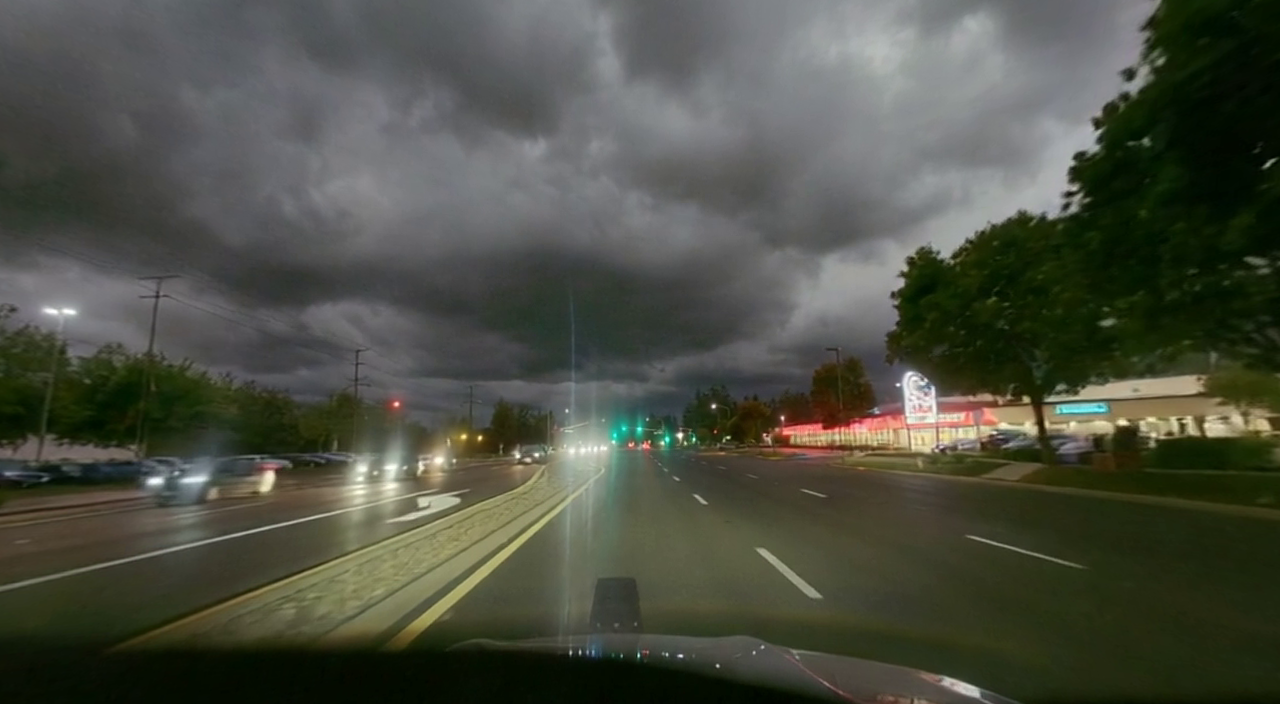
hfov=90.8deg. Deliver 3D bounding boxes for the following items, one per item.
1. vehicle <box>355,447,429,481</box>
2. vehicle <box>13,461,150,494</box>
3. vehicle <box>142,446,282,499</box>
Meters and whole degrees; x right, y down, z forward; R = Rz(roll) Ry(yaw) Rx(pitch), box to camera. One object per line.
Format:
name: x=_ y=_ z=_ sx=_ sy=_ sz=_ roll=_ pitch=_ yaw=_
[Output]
vehicle: x=-11.931 y=5.405 z=30.734 sx=1.866 sy=1.518 sz=4.240 roll=0 pitch=-9 yaw=0
vehicle: x=-28.242 y=6.325 z=32.181 sx=4.766 sy=1.489 sz=2.092 roll=5 pitch=-10 yaw=-27
vehicle: x=-15.525 y=4.359 z=23.291 sx=2.060 sy=1.748 sz=4.384 roll=0 pitch=-9 yaw=0
